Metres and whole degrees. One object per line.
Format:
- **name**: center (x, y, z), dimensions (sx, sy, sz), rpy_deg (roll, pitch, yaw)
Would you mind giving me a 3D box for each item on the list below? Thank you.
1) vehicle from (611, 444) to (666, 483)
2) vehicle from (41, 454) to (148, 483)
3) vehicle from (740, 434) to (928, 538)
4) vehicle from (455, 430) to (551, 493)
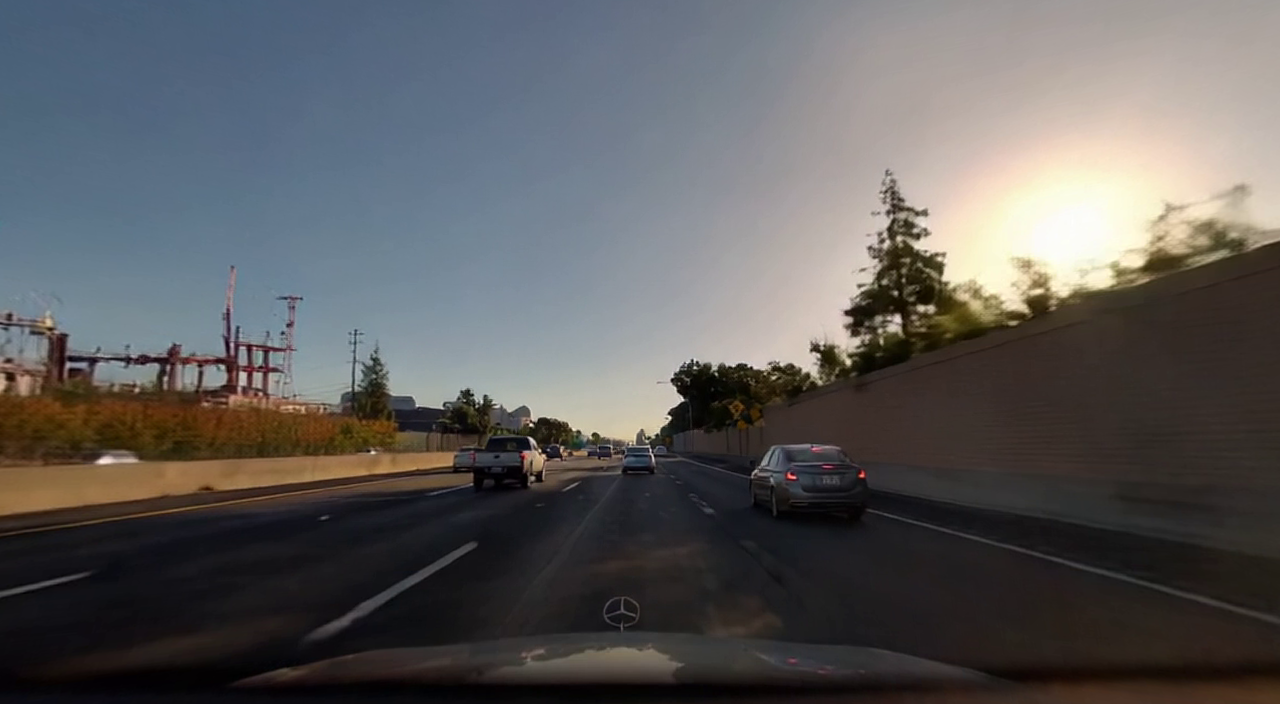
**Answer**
- **vehicle**: center (-0.097, 4.474, 25.703), dimensions (2.045, 1.452, 4.040), rpy_deg (0, -8, -1)
- **vehicle**: center (-30.299, 6.434, 35.290), dimensions (1.847, 1.438, 4.557), rpy_deg (0, -8, 1)
- **vehicle**: center (3.234, 2.310, 11.636), dimensions (1.917, 1.507, 4.540), rpy_deg (0, -8, -1)
- **vehicle**: center (-4.261, 3.476, 20.413), dimensions (2.121, 1.775, 4.335), rpy_deg (0, -8, 0)
